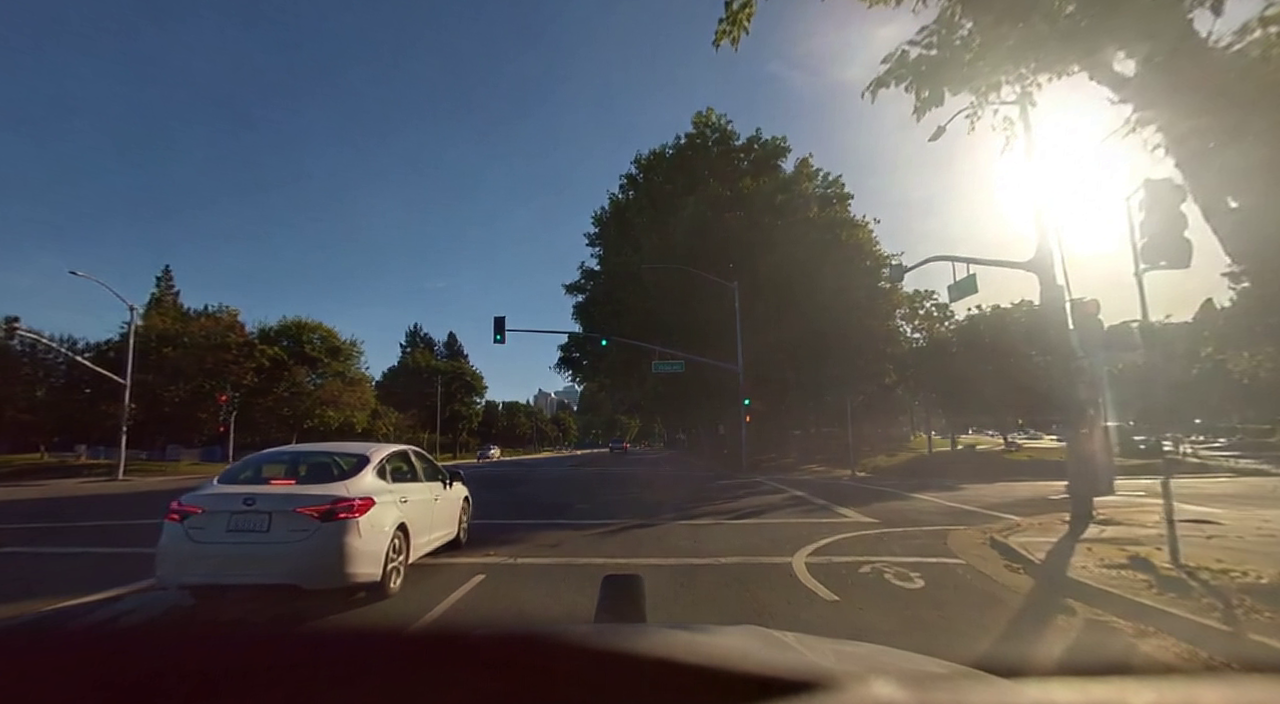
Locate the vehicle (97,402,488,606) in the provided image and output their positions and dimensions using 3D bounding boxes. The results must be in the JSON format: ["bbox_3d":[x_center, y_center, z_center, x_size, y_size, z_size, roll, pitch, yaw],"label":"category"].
[{"bbox_3d":[-3.295,1.537,7.320,2.076,1.599,4.483,0,-8,-2],"label":"vehicle"}]
